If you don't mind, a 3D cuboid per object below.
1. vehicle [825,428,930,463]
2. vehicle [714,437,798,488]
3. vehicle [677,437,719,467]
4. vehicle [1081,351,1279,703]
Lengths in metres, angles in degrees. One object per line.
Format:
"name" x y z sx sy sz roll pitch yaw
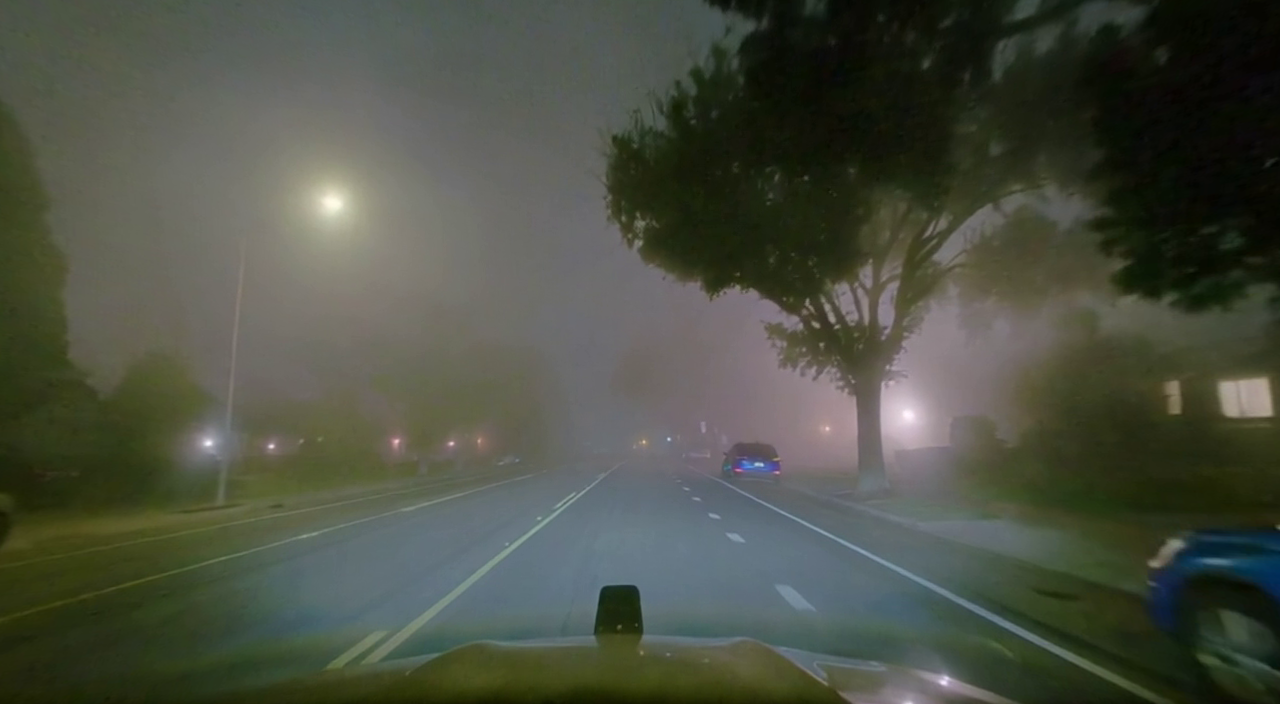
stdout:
"vehicle" 12.206 4.847 32.680 4.660 1.749 1.893 0 -8 -2
"vehicle" 4.137 4.020 23.365 2.173 1.656 4.514 0 -8 -1
"vehicle" 3.989 7.019 44.613 2.319 1.938 5.961 1 -8 -1
"vehicle" 4.040 0.750 1.743 2.139 1.827 4.791 0 -8 0
